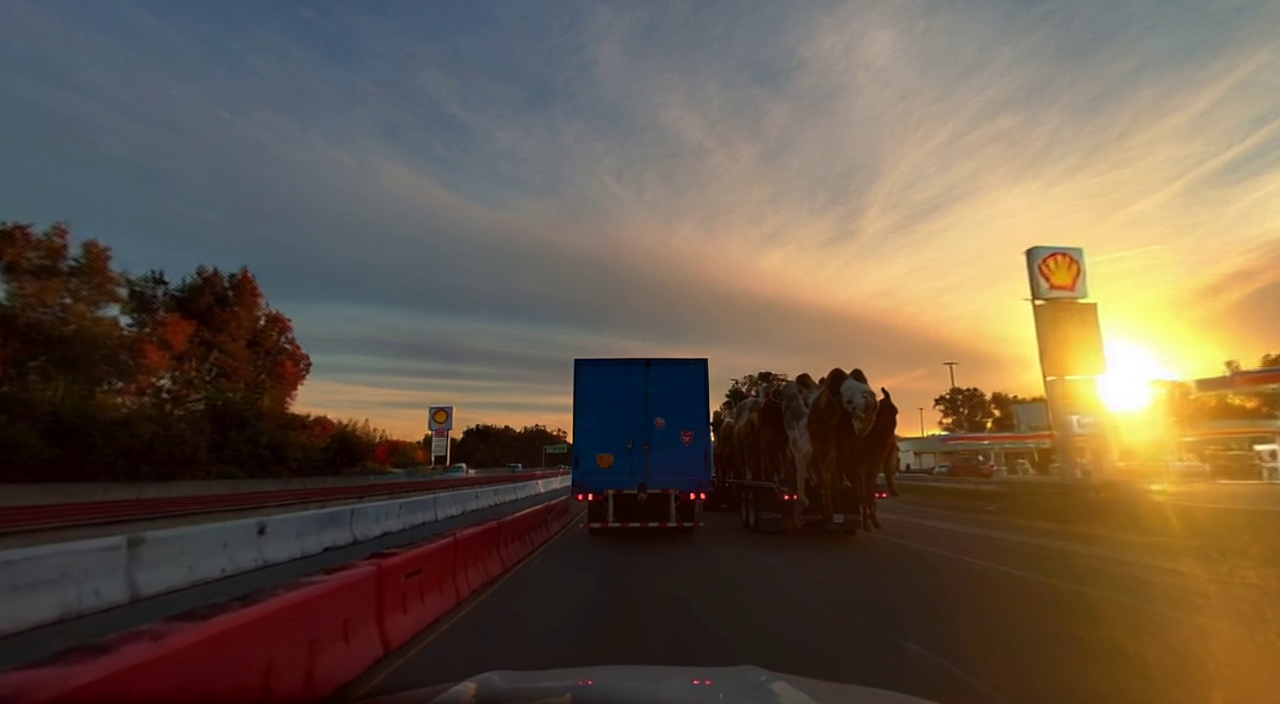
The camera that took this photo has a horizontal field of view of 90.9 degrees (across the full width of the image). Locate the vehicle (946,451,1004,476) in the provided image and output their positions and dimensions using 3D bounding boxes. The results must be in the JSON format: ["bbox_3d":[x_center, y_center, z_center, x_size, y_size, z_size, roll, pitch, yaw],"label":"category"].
[{"bbox_3d":[24.698,8.238,46.569,1.919,1.722,4.024,1,-10,-2],"label":"vehicle"}]

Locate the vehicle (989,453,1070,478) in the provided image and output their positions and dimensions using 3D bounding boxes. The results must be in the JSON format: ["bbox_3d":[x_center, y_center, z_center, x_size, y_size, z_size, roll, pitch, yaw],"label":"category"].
[{"bbox_3d":[24.576,7.215,39.947,1.762,1.470,4.485,3,-11,-10],"label":"vehicle"}]

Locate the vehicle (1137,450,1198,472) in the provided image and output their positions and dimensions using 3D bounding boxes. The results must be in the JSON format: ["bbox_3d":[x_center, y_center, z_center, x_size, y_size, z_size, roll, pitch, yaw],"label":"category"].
[{"bbox_3d":[37.024,7.659,44.200,4.315,1.469,1.823,7,-12,-31],"label":"vehicle"}]

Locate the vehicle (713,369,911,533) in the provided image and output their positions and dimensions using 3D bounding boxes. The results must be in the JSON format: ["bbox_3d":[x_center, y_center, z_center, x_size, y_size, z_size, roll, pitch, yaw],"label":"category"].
[{"bbox_3d":[4.426,3.074,19.000,2.936,3.640,9.443,1,-10,-2],"label":"vehicle"}]

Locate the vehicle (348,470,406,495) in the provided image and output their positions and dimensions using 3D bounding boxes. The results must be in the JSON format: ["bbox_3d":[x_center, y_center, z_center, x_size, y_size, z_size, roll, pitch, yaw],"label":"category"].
[{"bbox_3d":[-16.839,8.367,40.588,1.892,1.507,4.458,1,-10,-1],"label":"vehicle"}]

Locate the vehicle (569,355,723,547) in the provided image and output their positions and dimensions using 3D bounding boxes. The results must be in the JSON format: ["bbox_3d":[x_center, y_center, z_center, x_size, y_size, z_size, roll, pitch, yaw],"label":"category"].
[{"bbox_3d":[0.046,2.482,15.316,2.618,3.306,8.676,1,-10,-1],"label":"vehicle"}]
